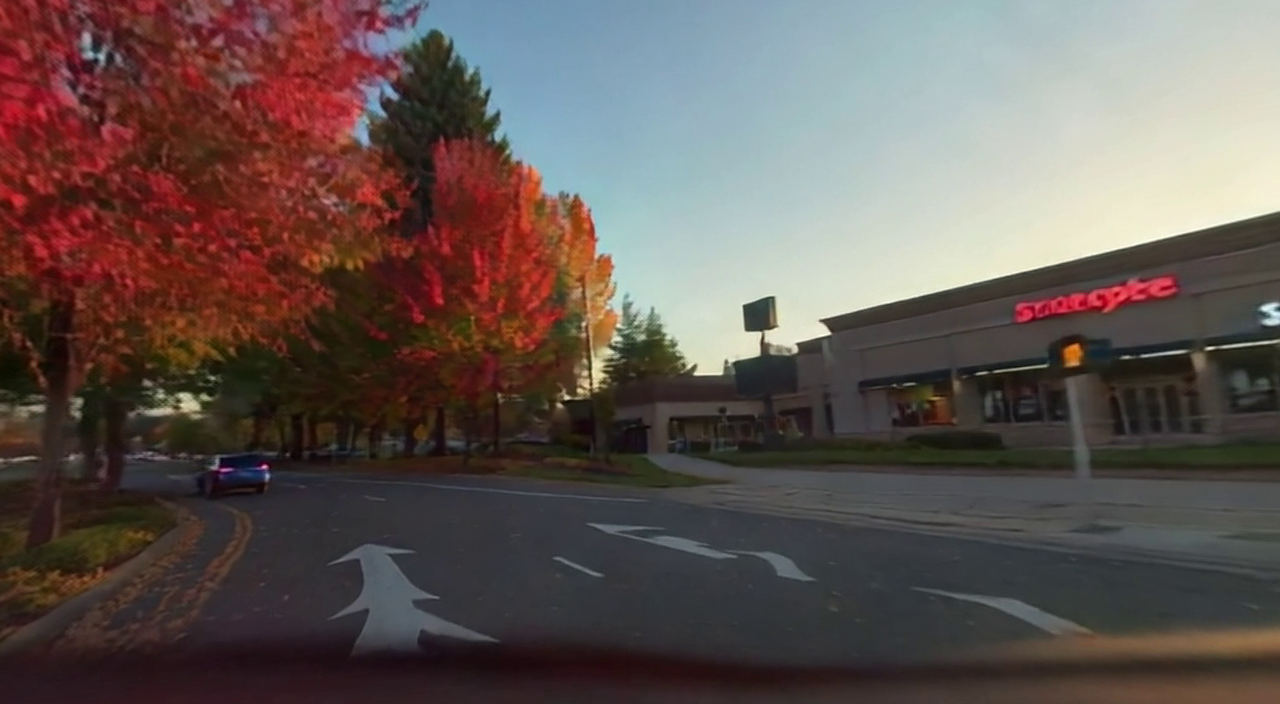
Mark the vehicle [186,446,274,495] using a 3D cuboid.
[{"bbox_3d":[-17.365,4.929,26.582,2.146,1.814,5.110,8,-13,-42],"label":"vehicle"}]
